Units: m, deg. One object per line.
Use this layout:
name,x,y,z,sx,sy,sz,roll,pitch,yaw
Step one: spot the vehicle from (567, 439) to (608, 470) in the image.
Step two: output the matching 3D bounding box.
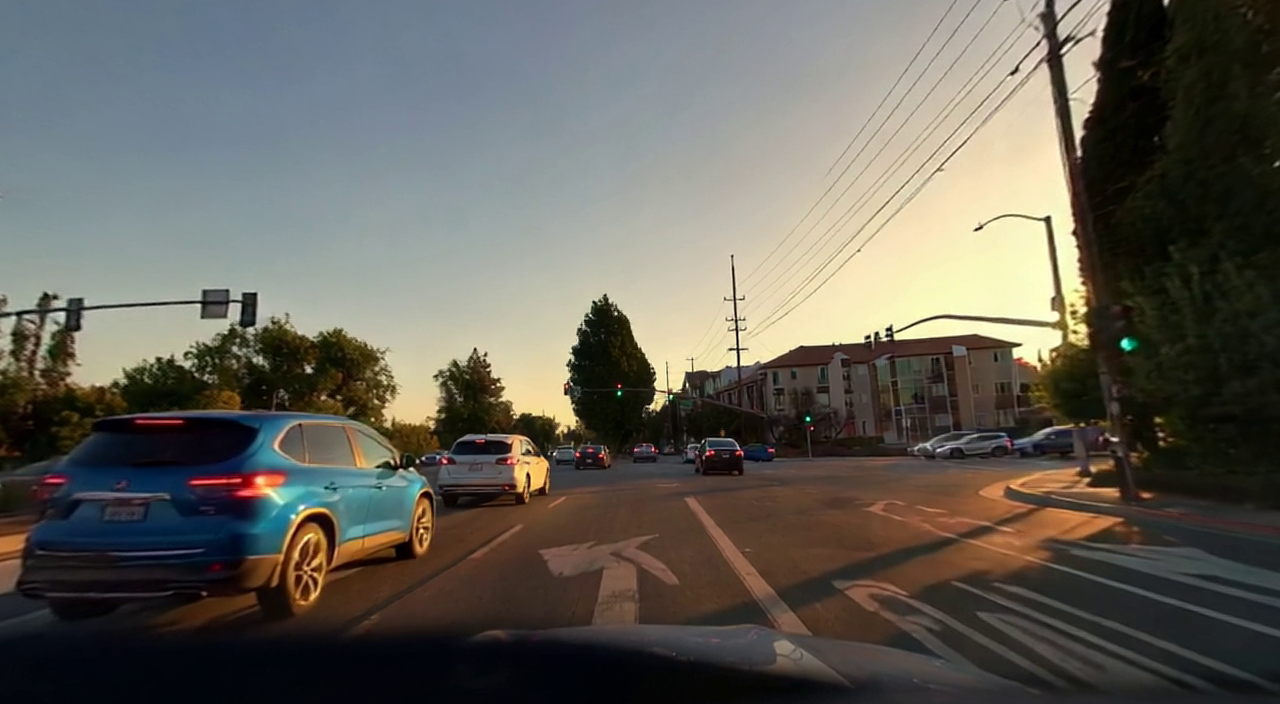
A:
vehicle,-2.984,5.945,36.528,1.900,1.677,4.128,0,-9,2

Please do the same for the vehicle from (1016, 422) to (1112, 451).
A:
vehicle,26.351,5.288,39.271,4.439,1.748,2.037,0,-9,1

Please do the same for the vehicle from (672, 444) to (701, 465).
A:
vehicle,3.506,7.799,48.106,1.886,1.455,4.227,0,-9,0

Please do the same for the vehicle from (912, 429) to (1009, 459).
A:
vehicle,19.831,5.702,39.114,5.033,1.802,1.928,1,-9,-5

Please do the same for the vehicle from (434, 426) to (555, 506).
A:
vehicle,-3.516,2.854,16.141,1.958,1.744,4.315,0,-9,1

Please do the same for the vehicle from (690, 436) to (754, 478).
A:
vehicle,3.566,4.692,28.400,2.201,1.734,4.564,0,-9,-1

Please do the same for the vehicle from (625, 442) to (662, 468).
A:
vehicle,0.249,6.562,40.234,2.185,1.515,4.215,0,-9,1

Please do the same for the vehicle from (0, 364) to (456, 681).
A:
vehicle,-3.436,1.268,5.727,2.127,1.754,4.287,0,-9,1
